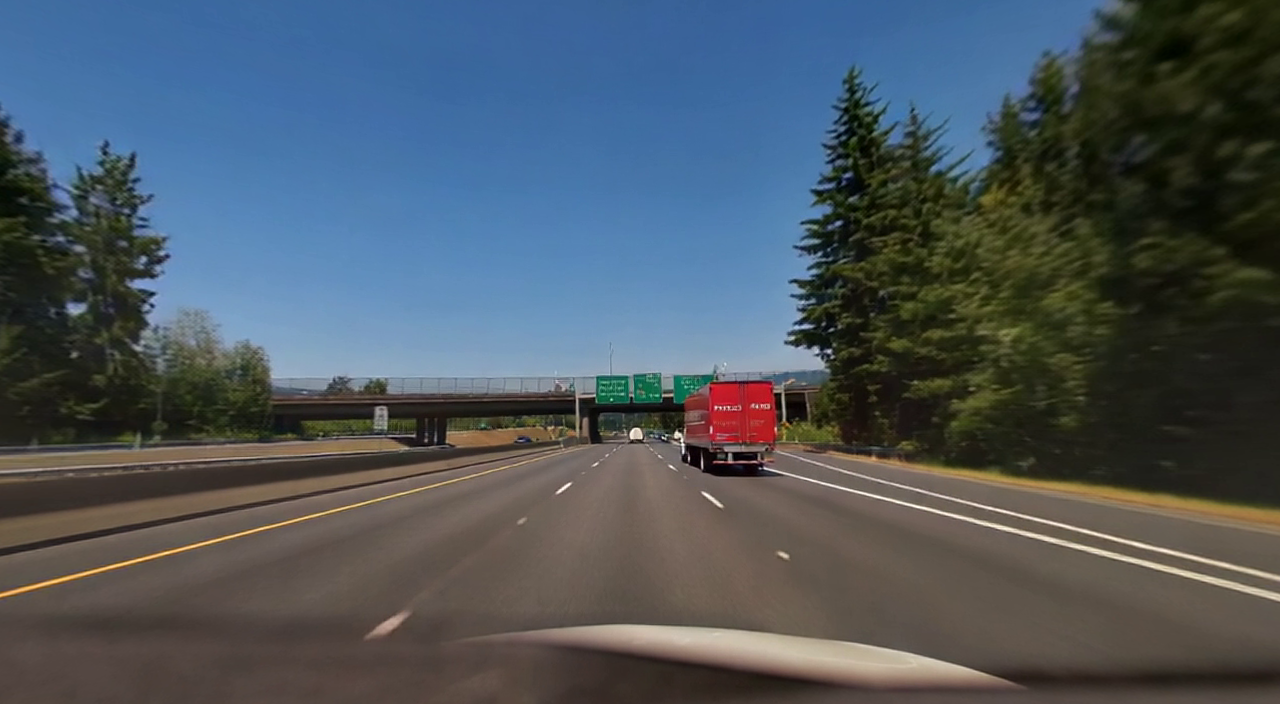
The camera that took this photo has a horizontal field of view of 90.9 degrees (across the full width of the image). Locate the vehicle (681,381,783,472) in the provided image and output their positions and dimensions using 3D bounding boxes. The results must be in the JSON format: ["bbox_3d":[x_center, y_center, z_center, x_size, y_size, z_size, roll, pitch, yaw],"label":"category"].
[{"bbox_3d":[3.799,3.525,29.154,2.849,3.391,11.018,0,-8,-1],"label":"vehicle"}]
